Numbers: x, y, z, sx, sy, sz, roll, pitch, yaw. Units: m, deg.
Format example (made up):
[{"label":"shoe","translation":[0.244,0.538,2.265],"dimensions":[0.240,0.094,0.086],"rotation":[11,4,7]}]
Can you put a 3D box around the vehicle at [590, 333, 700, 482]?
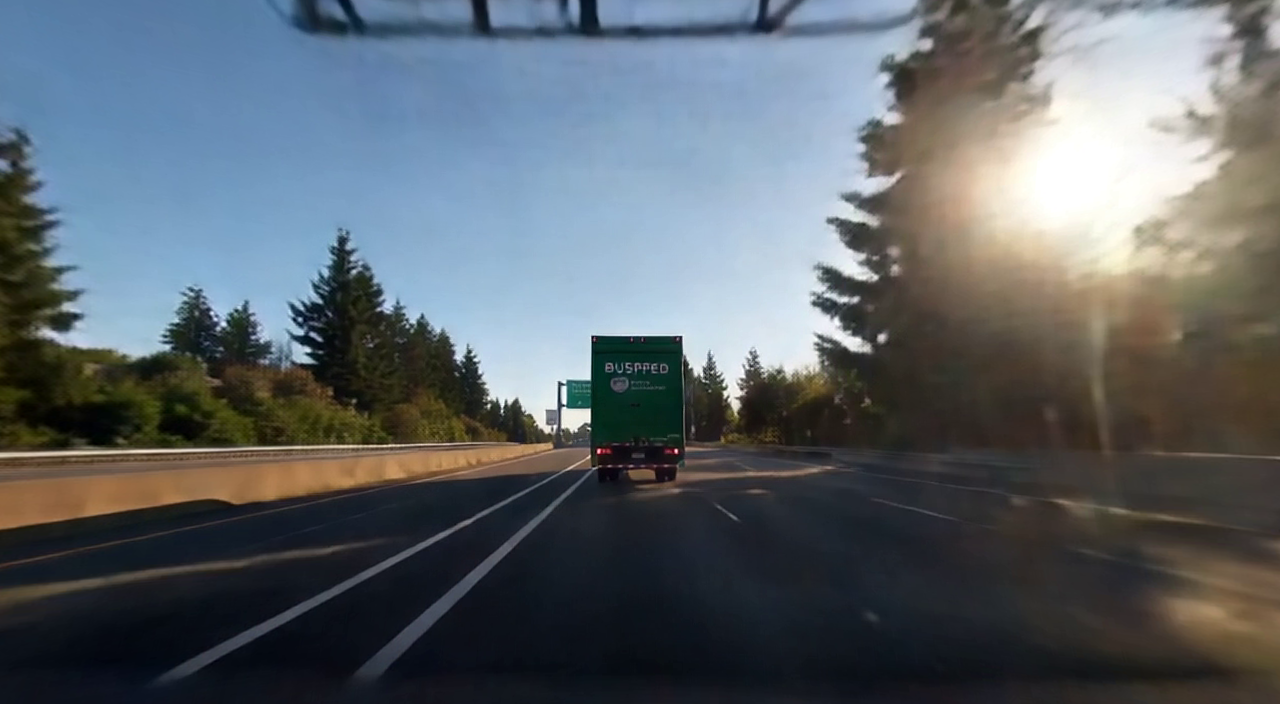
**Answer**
[{"label":"vehicle","translation":[0.023,2.023,20.839],"dimensions":[2.870,3.911,8.697],"rotation":[0,-8,-1]}]
